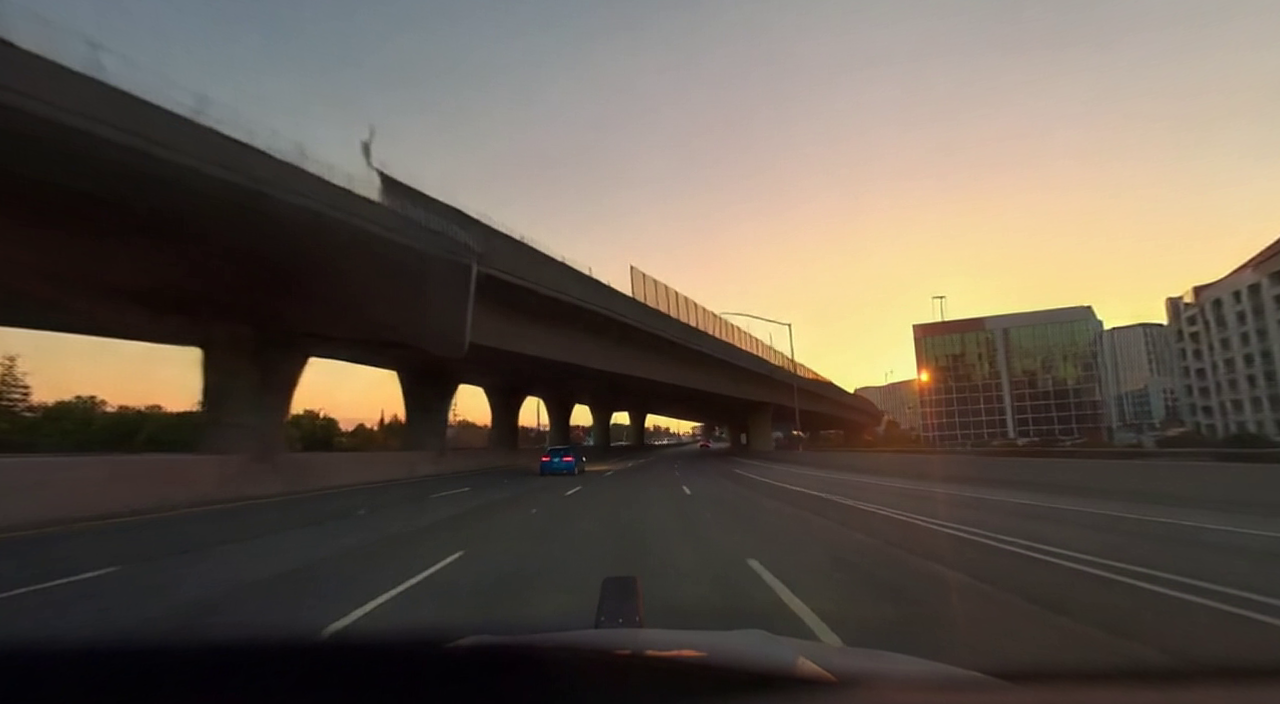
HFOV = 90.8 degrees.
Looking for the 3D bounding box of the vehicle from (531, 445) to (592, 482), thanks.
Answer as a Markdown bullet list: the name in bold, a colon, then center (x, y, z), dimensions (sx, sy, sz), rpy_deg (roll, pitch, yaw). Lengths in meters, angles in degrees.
- **vehicle**: center (-3.599, 5.207, 29.904), dimensions (2.087, 1.566, 4.756), rpy_deg (-1, -9, 2)
